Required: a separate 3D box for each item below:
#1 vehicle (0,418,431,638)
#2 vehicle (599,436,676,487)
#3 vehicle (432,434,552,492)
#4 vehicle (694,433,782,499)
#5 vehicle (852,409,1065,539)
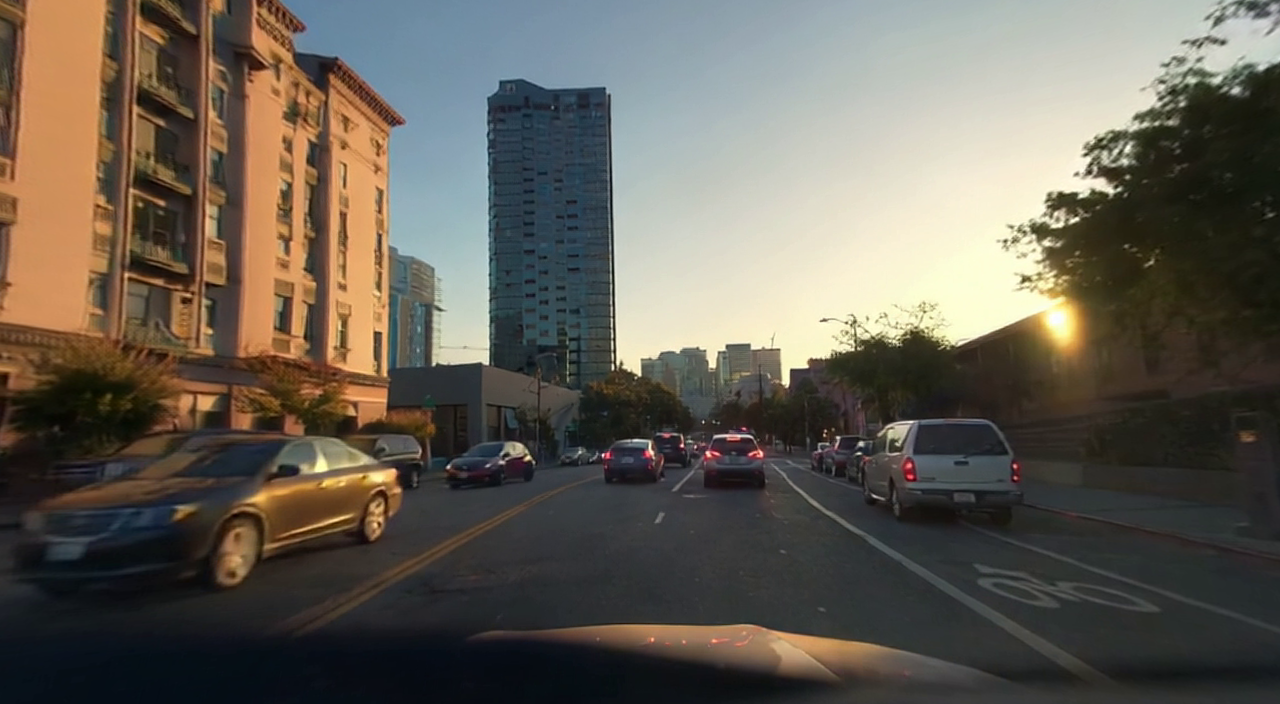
[{"bbox_3d":[-4.129,1.548,6.728,2.028,1.478,4.682,0,-8,2],"label":"vehicle"},{"bbox_3d":[0.028,3.502,20.495,2.031,1.461,3.763,-1,-8,7],"label":"vehicle"},{"bbox_3d":[-4.424,3.387,19.666,2.086,1.565,4.281,-2,-8,10],"label":"vehicle"},{"bbox_3d":[2.597,2.931,16.662,1.982,1.510,4.144,-1,-8,9],"label":"vehicle"},{"bbox_3d":[5.179,2.016,11.079,2.088,1.775,4.454,-1,-8,10],"label":"vehicle"}]
